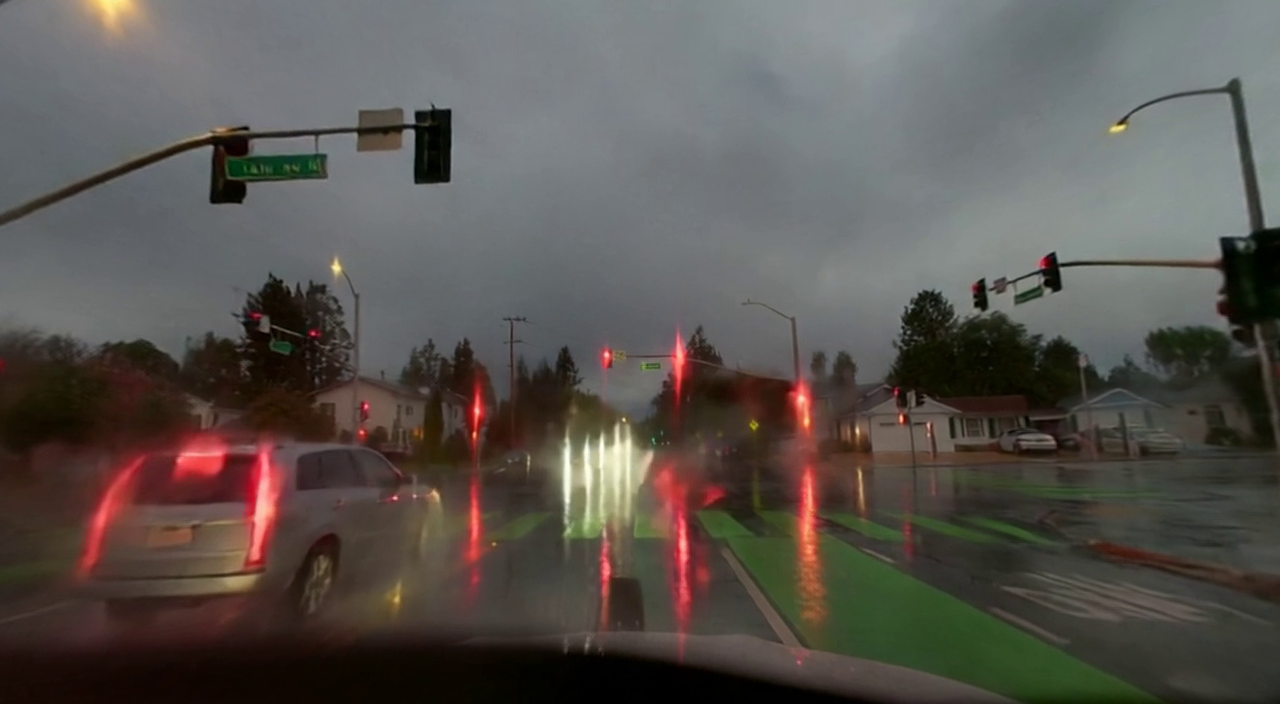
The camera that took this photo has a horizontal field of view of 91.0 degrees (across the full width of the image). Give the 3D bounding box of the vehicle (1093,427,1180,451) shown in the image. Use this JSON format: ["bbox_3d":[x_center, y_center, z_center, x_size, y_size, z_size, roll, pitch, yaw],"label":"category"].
[{"bbox_3d":[30.779,5.455,39.196,1.837,1.396,4.695,-1,-9,4],"label":"vehicle"}]

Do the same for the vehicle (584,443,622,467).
[{"bbox_3d":[-2.325,6.659,40.804,1.982,1.472,4.103,-1,-9,3],"label":"vehicle"}]

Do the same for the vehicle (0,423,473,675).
[{"bbox_3d":[-3.328,1.546,6.232,1.904,1.489,4.746,0,-9,2],"label":"vehicle"}]

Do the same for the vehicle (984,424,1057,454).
[{"bbox_3d":[23.803,5.519,39.574,1.964,1.759,4.583,-1,-9,4],"label":"vehicle"}]

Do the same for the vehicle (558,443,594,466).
[{"bbox_3d":[-4.799,7.728,47.583,1.982,1.686,4.195,-1,-9,4],"label":"vehicle"}]

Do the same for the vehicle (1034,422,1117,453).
[{"bbox_3d":[26.965,5.354,39.176,2.033,1.821,4.542,0,-9,2],"label":"vehicle"}]

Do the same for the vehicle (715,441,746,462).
[{"bbox_3d":[6.935,7.653,48.488,1.891,1.584,3.802,0,-9,2],"label":"vehicle"}]
